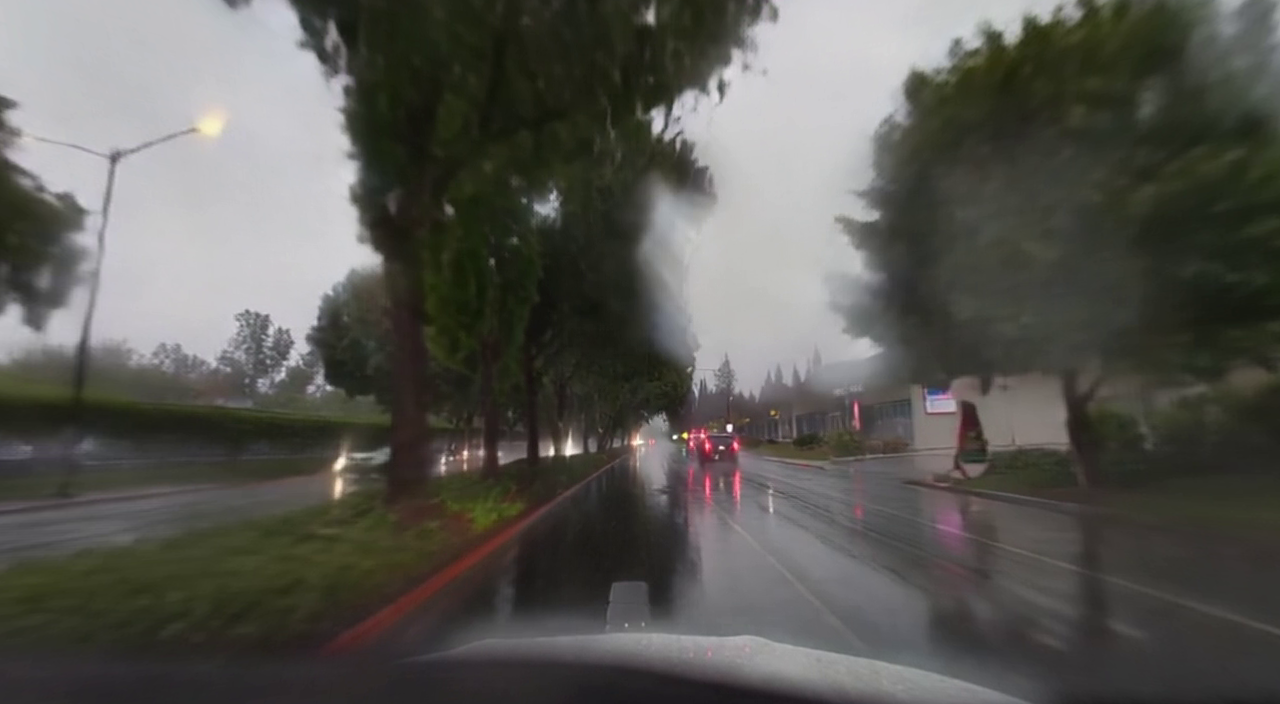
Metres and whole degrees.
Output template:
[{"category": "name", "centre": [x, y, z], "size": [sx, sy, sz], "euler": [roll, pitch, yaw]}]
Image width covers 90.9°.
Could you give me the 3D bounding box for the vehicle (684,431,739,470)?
[{"category": "vehicle", "centre": [3.433, 4.846, 31.188], "size": [2.143, 1.759, 4.378], "euler": [0, -8, -1]}]
